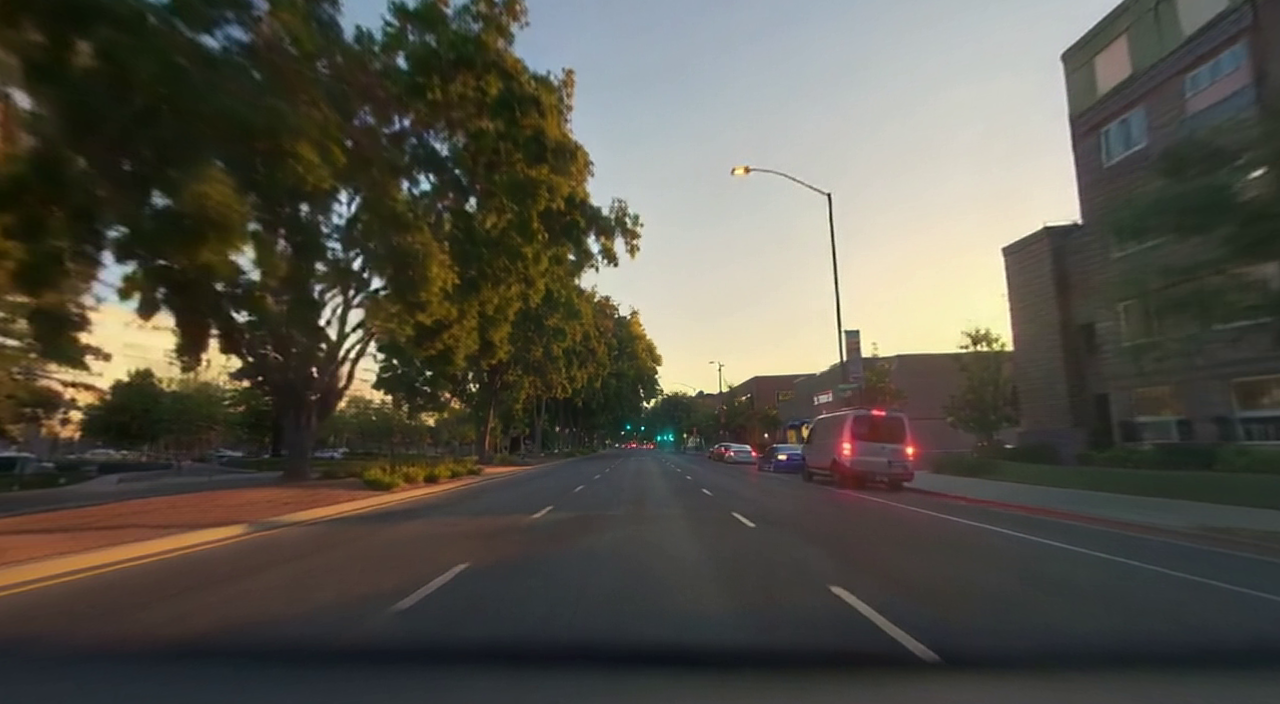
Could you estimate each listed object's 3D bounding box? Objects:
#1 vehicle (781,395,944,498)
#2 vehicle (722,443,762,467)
[{"bbox_3d":[6.335,2.851,19.162,2.762,2.607,6.182,0,-8,1],"label":"vehicle"},{"bbox_3d":[6.880,6.970,42.882,1.847,1.472,4.846,0,-8,0],"label":"vehicle"}]
